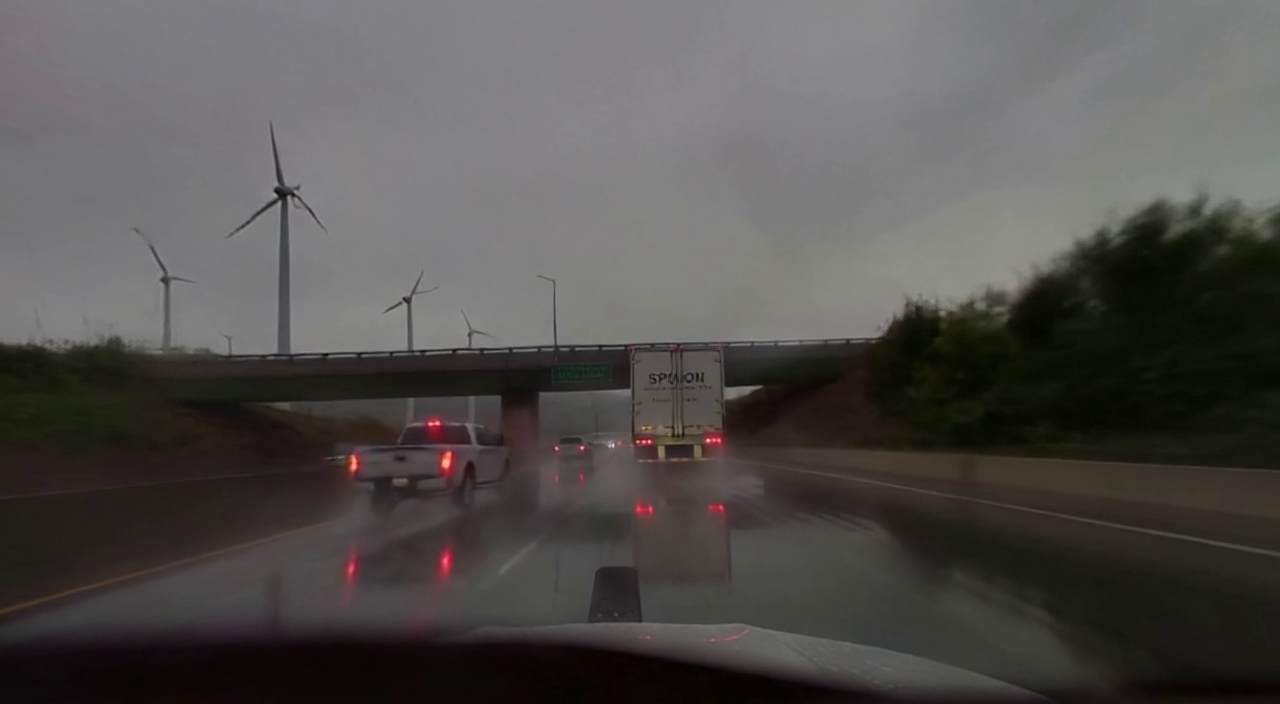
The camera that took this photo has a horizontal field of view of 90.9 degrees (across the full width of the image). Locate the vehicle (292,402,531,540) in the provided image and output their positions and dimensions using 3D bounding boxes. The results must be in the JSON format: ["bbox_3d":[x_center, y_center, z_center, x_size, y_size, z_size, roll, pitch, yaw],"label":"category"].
[{"bbox_3d":[-3.439,1.888,10.719,2.283,1.814,4.568,0,-8,1],"label":"vehicle"}]

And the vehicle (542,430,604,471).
[{"bbox_3d":[-2.915,4.395,28.587,2.167,1.686,4.946,0,-8,2],"label":"vehicle"}]

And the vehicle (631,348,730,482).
[{"bbox_3d":[1.313,2.702,25.149,2.906,3.990,12.551,0,-8,1],"label":"vehicle"}]
